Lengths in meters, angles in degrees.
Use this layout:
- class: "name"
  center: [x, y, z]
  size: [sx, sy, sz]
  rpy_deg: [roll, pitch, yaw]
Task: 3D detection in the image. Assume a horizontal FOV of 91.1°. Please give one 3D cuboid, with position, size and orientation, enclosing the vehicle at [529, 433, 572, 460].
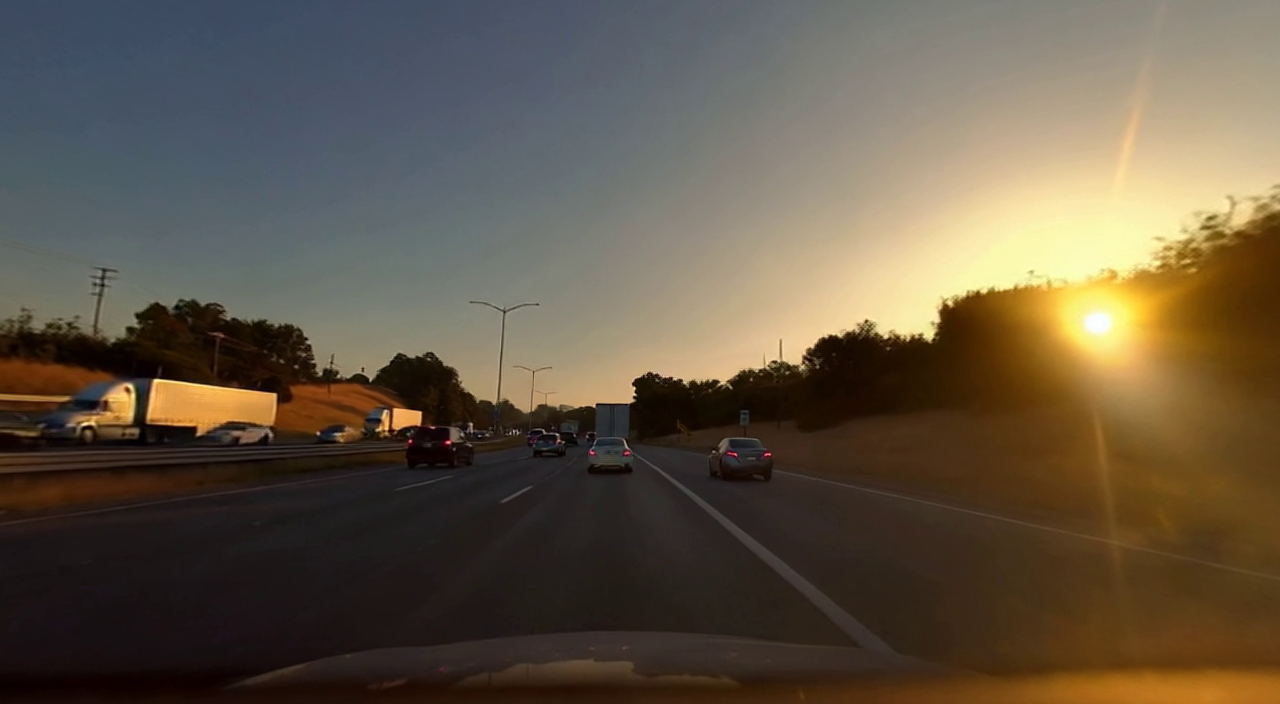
- class: "vehicle"
  center: [-5.186, 5.522, 37.017]
  size: [2.046, 1.493, 4.384]
  rpy_deg: [0, -8, -2]

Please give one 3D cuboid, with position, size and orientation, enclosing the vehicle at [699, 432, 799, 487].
- class: "vehicle"
  center: [3.175, 3.207, 19.289]
  size: [1.981, 1.474, 4.396]
  rpy_deg: [0, -8, -4]

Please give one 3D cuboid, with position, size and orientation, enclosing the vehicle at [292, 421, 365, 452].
- class: "vehicle"
  center: [-16.188, 4.422, 32.897]
  size: [1.903, 1.506, 3.980]
  rpy_deg: [0, -8, -3]

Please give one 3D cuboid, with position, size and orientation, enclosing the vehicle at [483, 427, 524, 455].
- class: "vehicle"
  center: [-9.473, 6.205, 43.933]
  size: [1.992, 1.838, 4.493]
  rpy_deg: [0, -8, -2]

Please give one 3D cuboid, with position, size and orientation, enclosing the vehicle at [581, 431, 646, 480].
- class: "vehicle"
  center: [-0.885, 3.410, 21.093]
  size: [1.980, 1.478, 3.758]
  rpy_deg: [0, -8, -2]

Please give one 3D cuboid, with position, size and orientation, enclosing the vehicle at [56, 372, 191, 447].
- class: "vehicle"
  center: [-28.562, 3.310, 35.117]
  size: [2.908, 3.868, 5.411]
  rpy_deg: [0, -8, -3]

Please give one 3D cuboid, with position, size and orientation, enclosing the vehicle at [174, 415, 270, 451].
- class: "vehicle"
  center: [-19.817, 3.893, 30.021]
  size: [1.831, 1.575, 4.218]
  rpy_deg: [0, -8, -3]

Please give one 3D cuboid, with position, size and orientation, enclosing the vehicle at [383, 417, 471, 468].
- class: "vehicle"
  center: [-8.699, 3.741, 26.180]
  size: [2.158, 1.943, 4.662]
  rpy_deg: [0, -8, -2]
